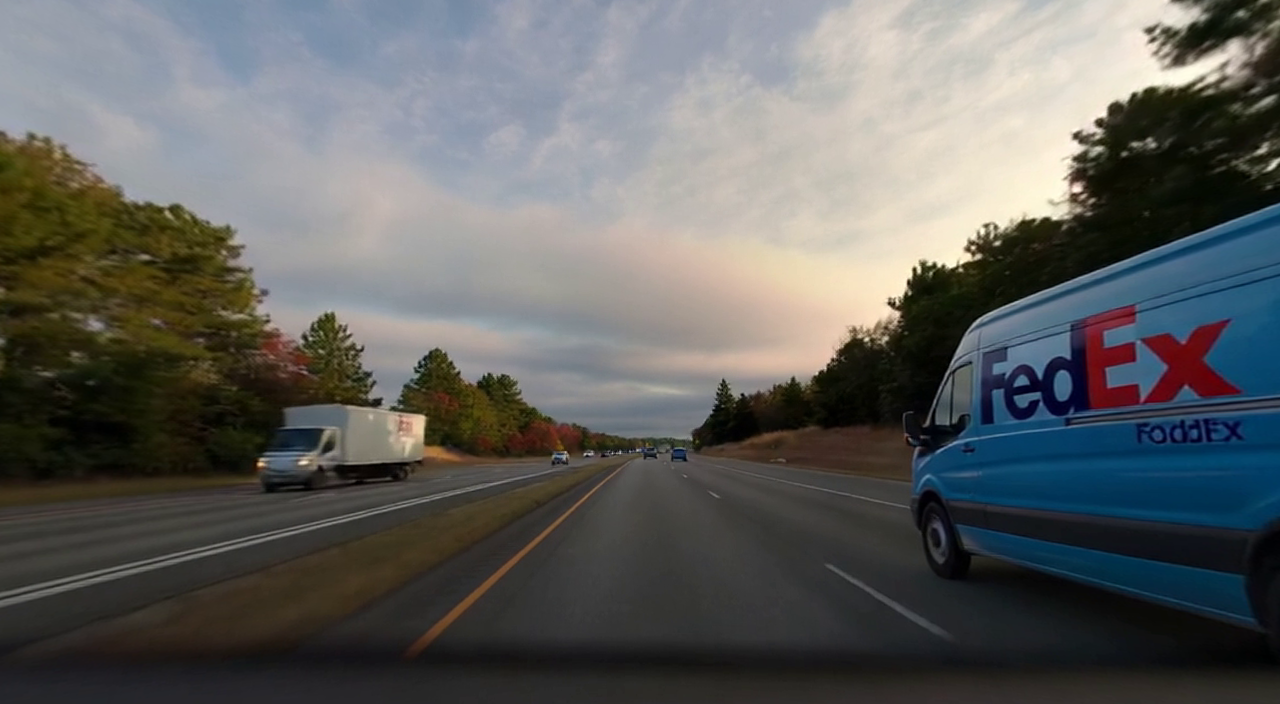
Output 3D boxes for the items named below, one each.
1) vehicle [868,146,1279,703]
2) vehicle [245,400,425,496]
[{"bbox_3d":[3.906,0.666,4.053,2.522,2.556,6.180,0,-9,0],"label":"vehicle"},{"bbox_3d":[-12.905,4.299,28.179,2.932,3.483,9.890,0,-9,1],"label":"vehicle"}]
